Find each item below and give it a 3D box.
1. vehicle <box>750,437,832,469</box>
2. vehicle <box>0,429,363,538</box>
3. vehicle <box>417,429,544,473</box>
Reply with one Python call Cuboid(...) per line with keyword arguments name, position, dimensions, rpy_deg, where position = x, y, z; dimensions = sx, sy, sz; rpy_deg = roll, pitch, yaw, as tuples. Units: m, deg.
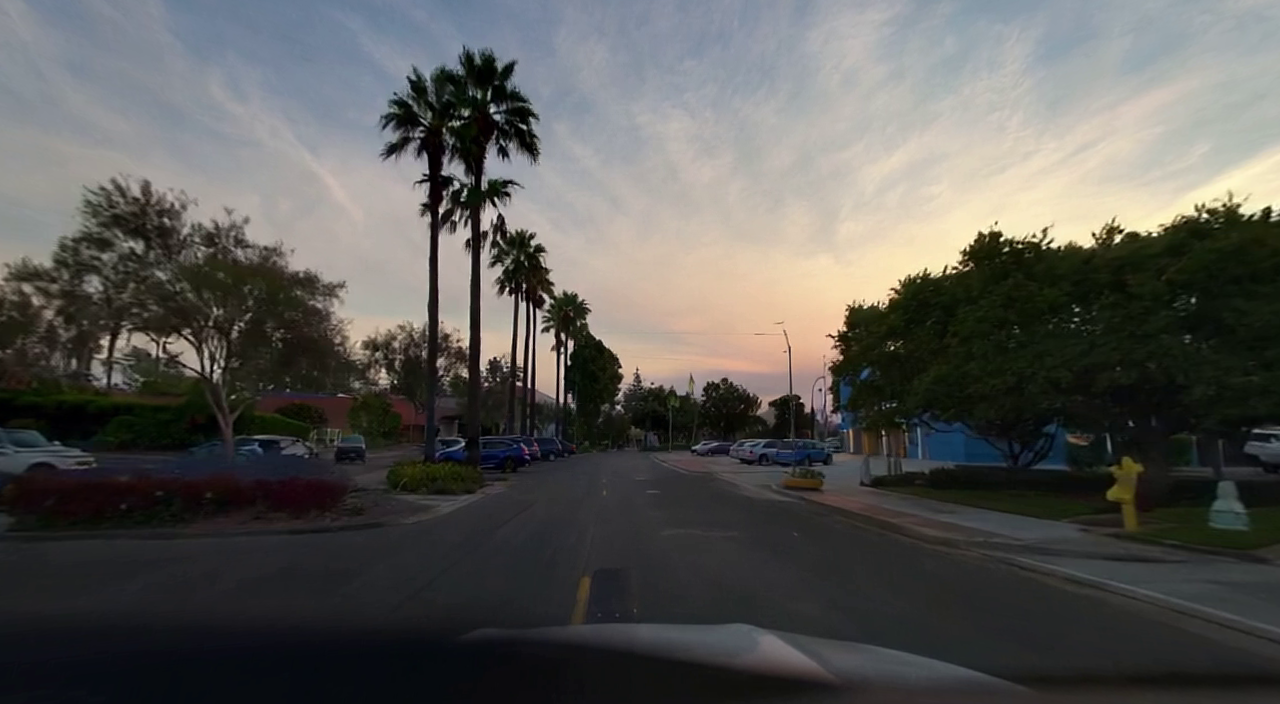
Cuboid(name="vehicle", position=(9.004, 6.000, 37.559), dimensions=(4.509, 1.759, 2.077), rpy_deg=(5, -10, -31))
Cuboid(name="vehicle", position=(-7.620, 2.170, 10.989), dimensions=(4.838, 1.521, 2.105), rpy_deg=(5, -10, -30))
Cuboid(name="vehicle", position=(-7.334, 4.571, 29.302), dimensions=(5.210, 1.834, 2.281), rpy_deg=(5, -10, -30))
